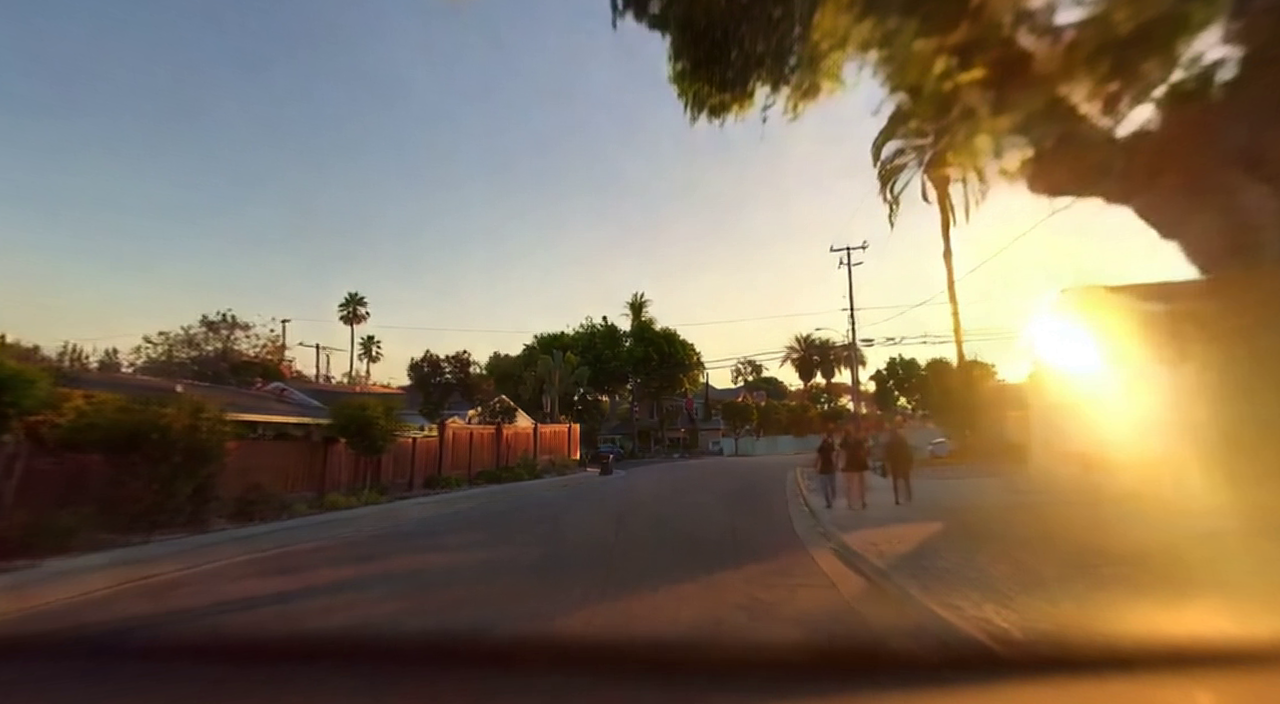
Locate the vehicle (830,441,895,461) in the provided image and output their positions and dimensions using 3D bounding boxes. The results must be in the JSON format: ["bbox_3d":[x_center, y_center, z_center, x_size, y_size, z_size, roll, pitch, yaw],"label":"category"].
[{"bbox_3d":[17.100,7.642,48.510,4.531,1.447,1.814,-4,-11,24],"label":"vehicle"}]
